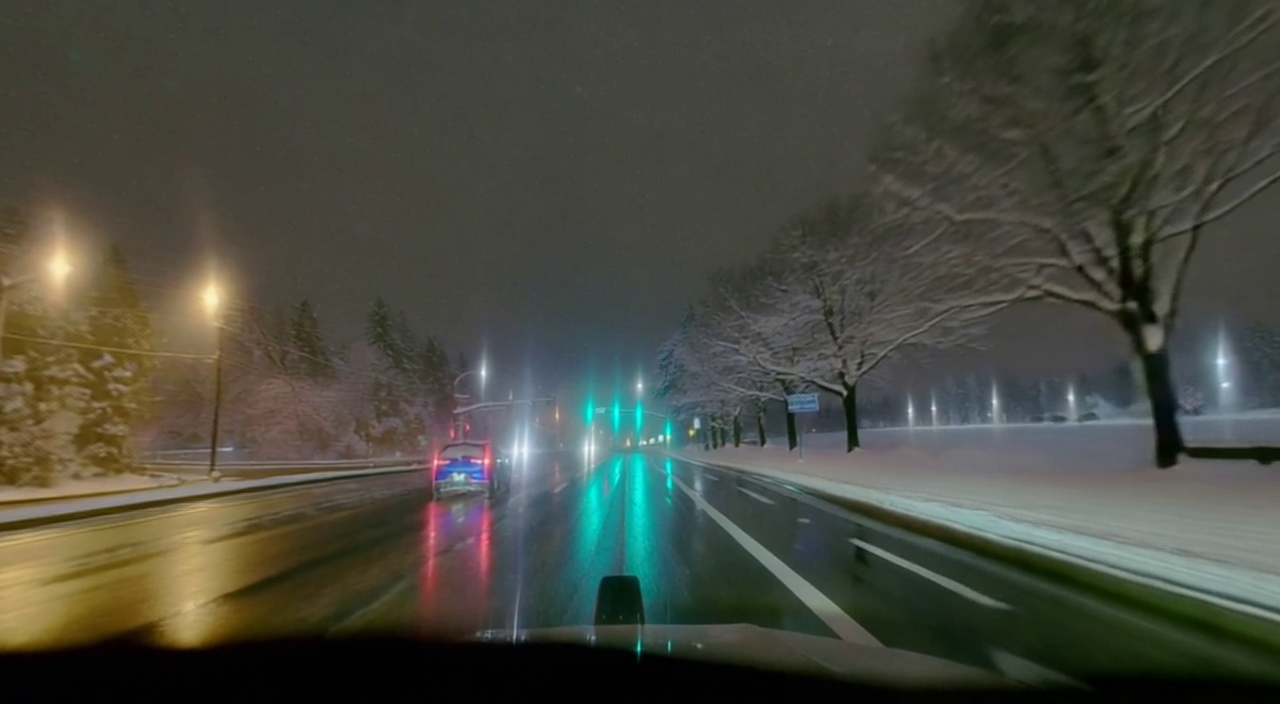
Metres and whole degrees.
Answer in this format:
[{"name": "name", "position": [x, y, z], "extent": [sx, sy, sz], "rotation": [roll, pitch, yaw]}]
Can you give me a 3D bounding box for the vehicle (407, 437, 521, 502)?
[{"name": "vehicle", "position": [-4.485, 3.041, 16.796], "extent": [1.964, 1.472, 4.078], "rotation": [0, -8, -2]}]
